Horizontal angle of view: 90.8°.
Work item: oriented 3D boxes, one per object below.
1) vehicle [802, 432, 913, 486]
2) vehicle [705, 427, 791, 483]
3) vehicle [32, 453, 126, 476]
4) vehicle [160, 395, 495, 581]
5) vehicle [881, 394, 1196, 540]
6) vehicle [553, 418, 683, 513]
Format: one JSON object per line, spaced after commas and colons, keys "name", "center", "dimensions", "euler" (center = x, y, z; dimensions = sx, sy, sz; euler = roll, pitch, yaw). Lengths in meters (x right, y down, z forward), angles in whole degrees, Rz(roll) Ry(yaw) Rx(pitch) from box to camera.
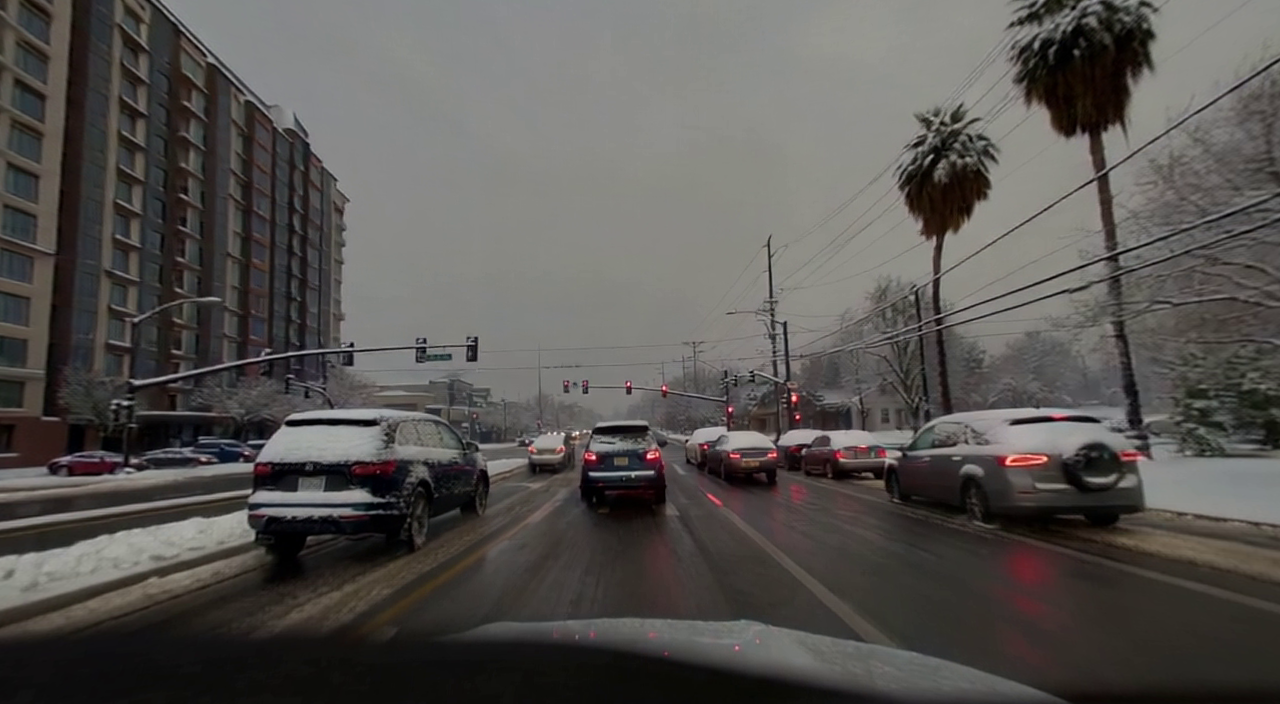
{"name": "vehicle", "center": [6.518, 3.266, 19.516], "dimensions": [1.764, 1.451, 4.300], "euler": [0, -9, -2]}
{"name": "vehicle", "center": [3.322, 3.273, 20.310], "dimensions": [1.975, 1.598, 4.025], "euler": [0, -9, -1]}
{"name": "vehicle", "center": [-42.485, 8.527, 47.956], "dimensions": [4.867, 1.689, 1.971], "euler": [1, -9, -8]}
{"name": "vehicle", "center": [-3.518, 1.634, 8.346], "dimensions": [2.136, 1.779, 4.417], "euler": [0, -9, 0]}
{"name": "vehicle", "center": [6.490, 1.970, 11.371], "dimensions": [2.130, 1.979, 5.310], "euler": [0, -9, -1]}
{"name": "vehicle", "center": [-0.438, 2.334, 13.417], "dimensions": [2.302, 1.681, 4.217], "euler": [0, -9, -1]}
